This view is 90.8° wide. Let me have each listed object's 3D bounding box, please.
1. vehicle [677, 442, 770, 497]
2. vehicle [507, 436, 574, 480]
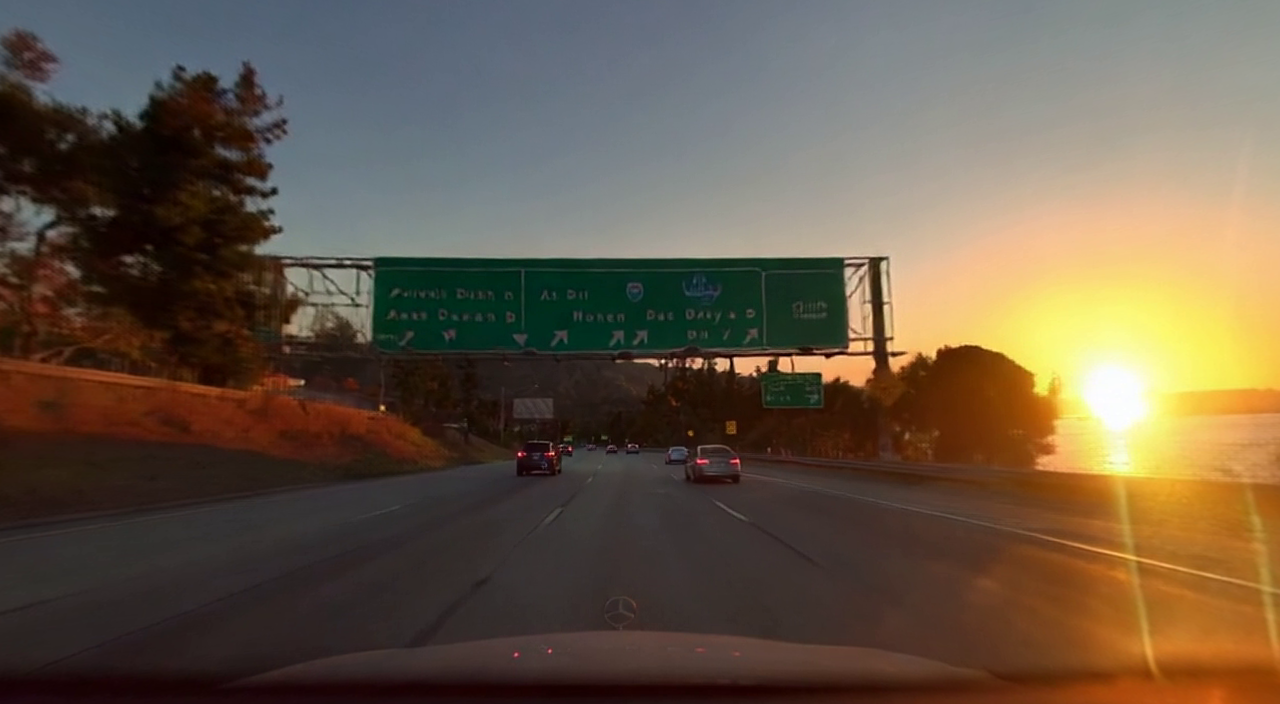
[{"bbox_3d":[2.358,3.443,19.036,1.947,1.437,4.345,1,-8,-4],"label":"vehicle"},{"bbox_3d":[-4.166,4.524,27.247,2.244,1.755,4.417,0,-8,-1],"label":"vehicle"}]
